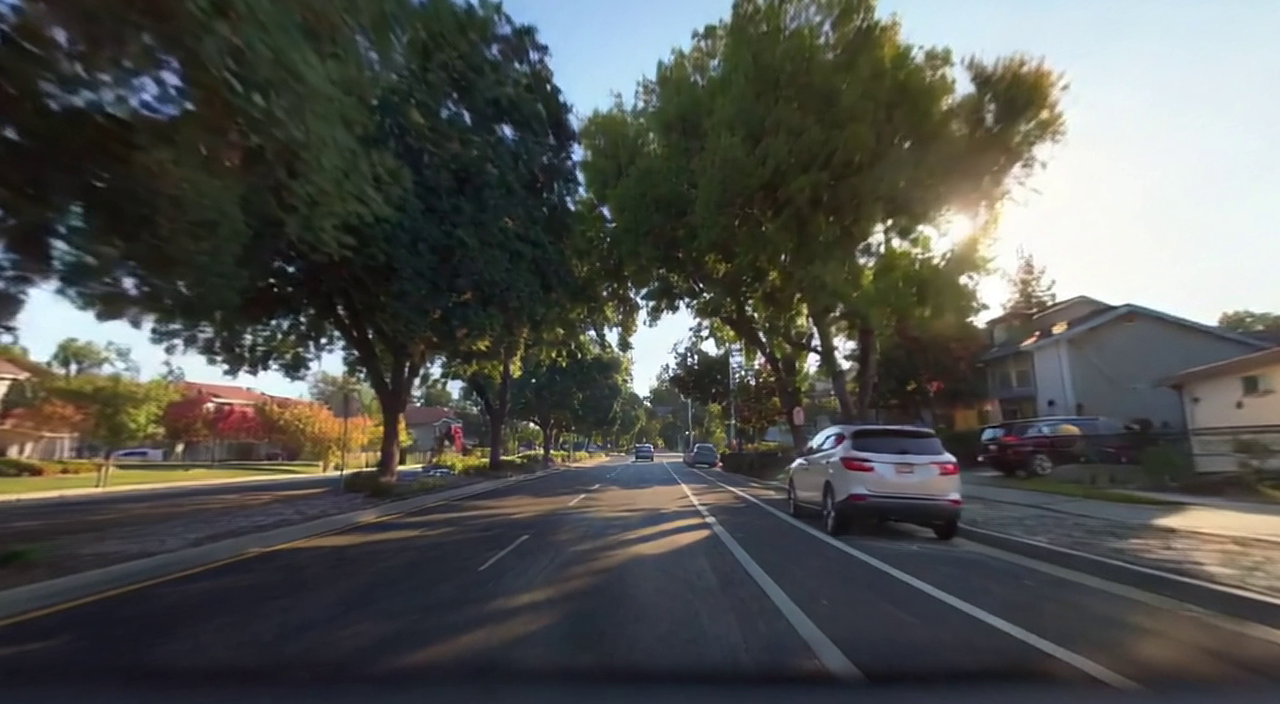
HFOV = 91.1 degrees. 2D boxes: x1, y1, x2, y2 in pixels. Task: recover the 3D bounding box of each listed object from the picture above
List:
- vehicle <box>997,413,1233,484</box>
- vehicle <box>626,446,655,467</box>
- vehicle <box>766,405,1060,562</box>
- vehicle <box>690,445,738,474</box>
[{"bbox_3d":[12.755,2.607,17.138,4.694,1.622,2.067,-2,-7,1],"label":"vehicle"},{"bbox_3d":[0.058,7.771,46.721,2.054,1.456,4.003,0,-8,1],"label":"vehicle"},{"bbox_3d":[3.750,1.941,10.094,2.203,1.828,5.336,0,-9,-2],"label":"vehicle"},{"bbox_3d":[4.178,6.141,35.972,2.069,1.491,4.676,1,-9,-1],"label":"vehicle"}]
